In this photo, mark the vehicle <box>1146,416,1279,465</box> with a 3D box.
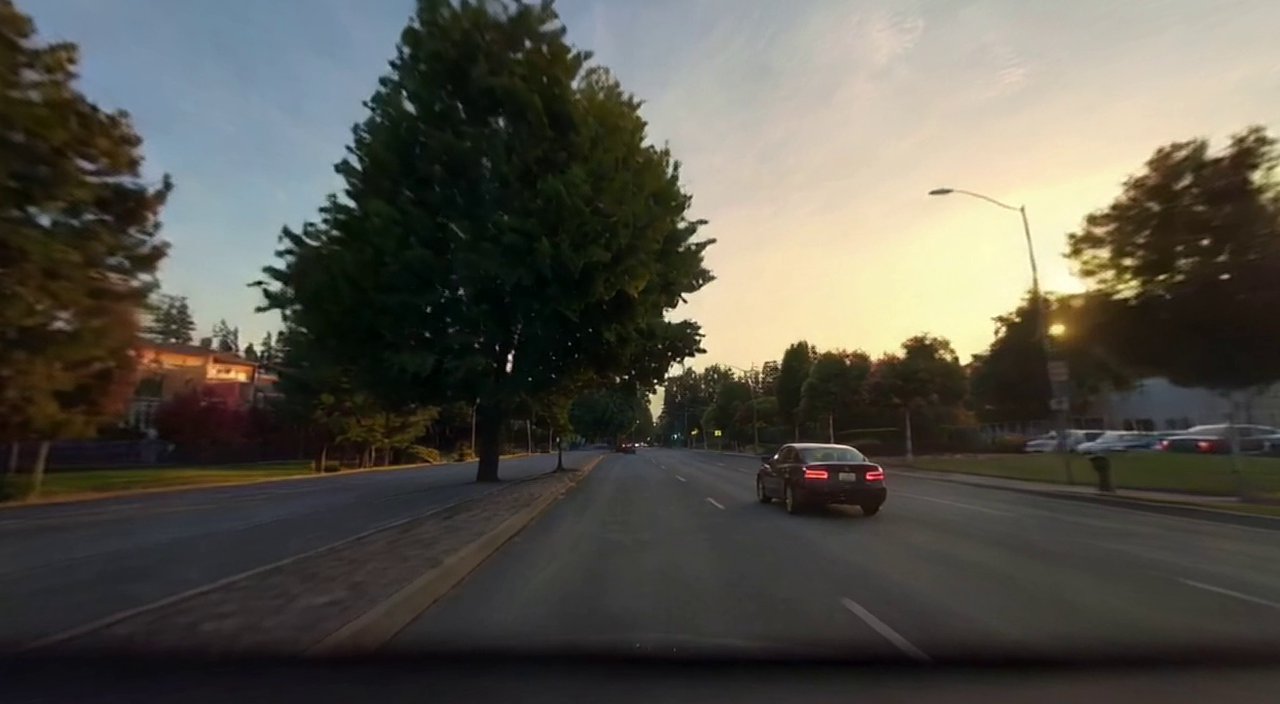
[{"bbox_3d":[25.801,3.943,28.120,4.733,2.074,2.022,0,-9,-1],"label":"vehicle"}]

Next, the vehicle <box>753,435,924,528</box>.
[{"bbox_3d":[3.528,2.370,12.118,1.852,1.453,4.083,0,-9,-2],"label":"vehicle"}]

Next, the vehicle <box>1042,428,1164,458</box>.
[{"bbox_3d":[26.301,5.207,36.060,5.085,1.657,2.372,0,-9,0],"label":"vehicle"}]
